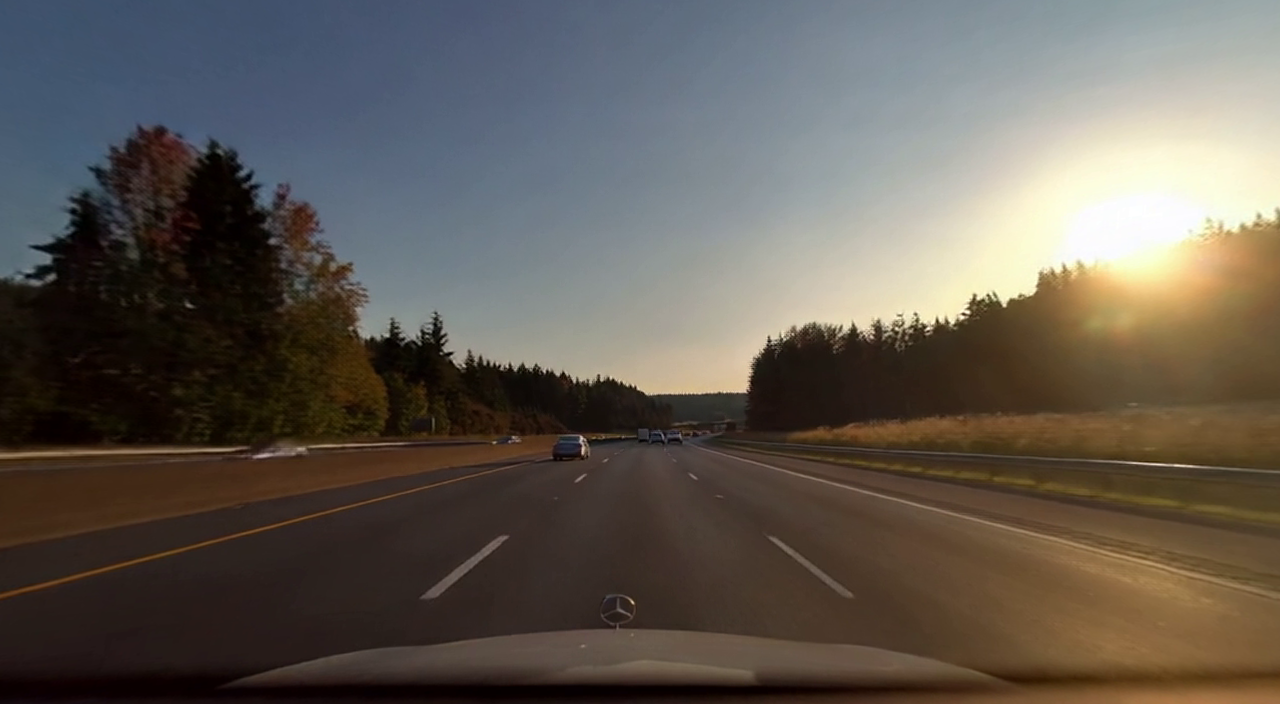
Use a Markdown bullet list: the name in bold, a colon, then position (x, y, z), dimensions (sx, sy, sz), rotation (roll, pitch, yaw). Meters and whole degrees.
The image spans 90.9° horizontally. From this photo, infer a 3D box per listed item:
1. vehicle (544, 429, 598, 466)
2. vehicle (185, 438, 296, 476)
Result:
- **vehicle**: position (-3.273, 4.628, 30.664), dimensions (2.084, 1.654, 4.080), rotation (0, -8, 1)
- **vehicle**: position (-17.117, 4.494, 27.336), dimensions (1.901, 1.482, 4.538), rotation (0, -8, -1)
